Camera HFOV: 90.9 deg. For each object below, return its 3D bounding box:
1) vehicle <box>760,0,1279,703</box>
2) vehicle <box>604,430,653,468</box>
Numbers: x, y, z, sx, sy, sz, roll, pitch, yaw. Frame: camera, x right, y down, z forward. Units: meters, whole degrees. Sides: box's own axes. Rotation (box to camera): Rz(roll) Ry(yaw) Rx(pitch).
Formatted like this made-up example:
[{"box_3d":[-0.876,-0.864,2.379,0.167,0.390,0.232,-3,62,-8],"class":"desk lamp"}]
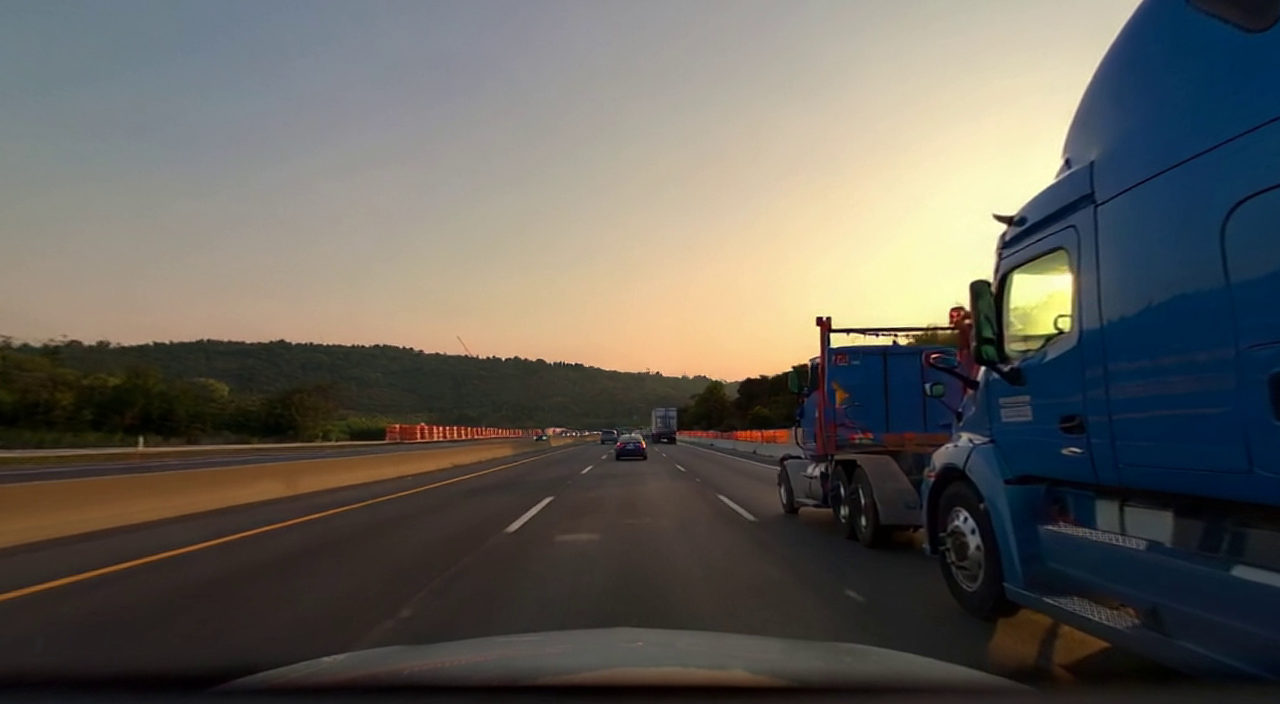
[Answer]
[{"box_3d":[3.529,0.152,4.602,2.919,3.634,10.888,0,-8,-1],"class":"vehicle"},{"box_3d":[-0.472,4.081,26.689,1.929,1.469,3.677,0,-8,-1],"class":"vehicle"}]
